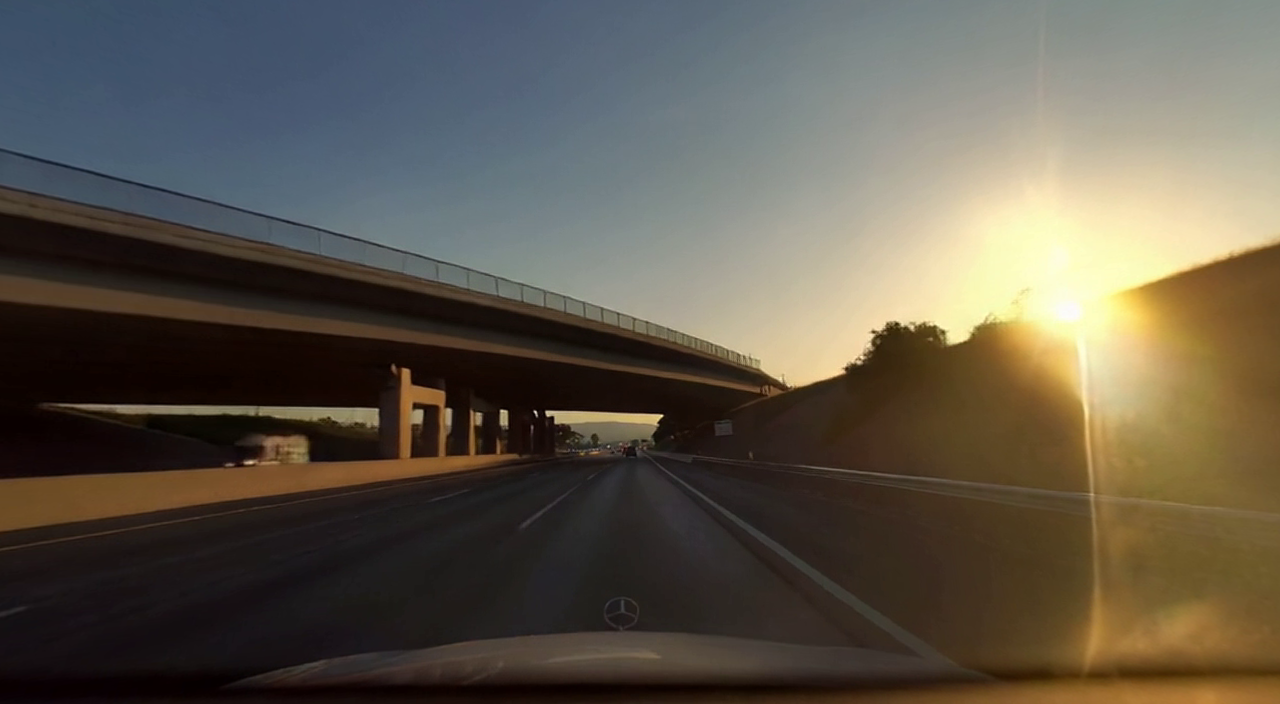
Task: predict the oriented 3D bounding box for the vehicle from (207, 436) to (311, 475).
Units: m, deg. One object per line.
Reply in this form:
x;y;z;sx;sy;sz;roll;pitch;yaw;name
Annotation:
-23.616;6.462;39.410;2.725;2.181;5.997;0;-9;0;vehicle
